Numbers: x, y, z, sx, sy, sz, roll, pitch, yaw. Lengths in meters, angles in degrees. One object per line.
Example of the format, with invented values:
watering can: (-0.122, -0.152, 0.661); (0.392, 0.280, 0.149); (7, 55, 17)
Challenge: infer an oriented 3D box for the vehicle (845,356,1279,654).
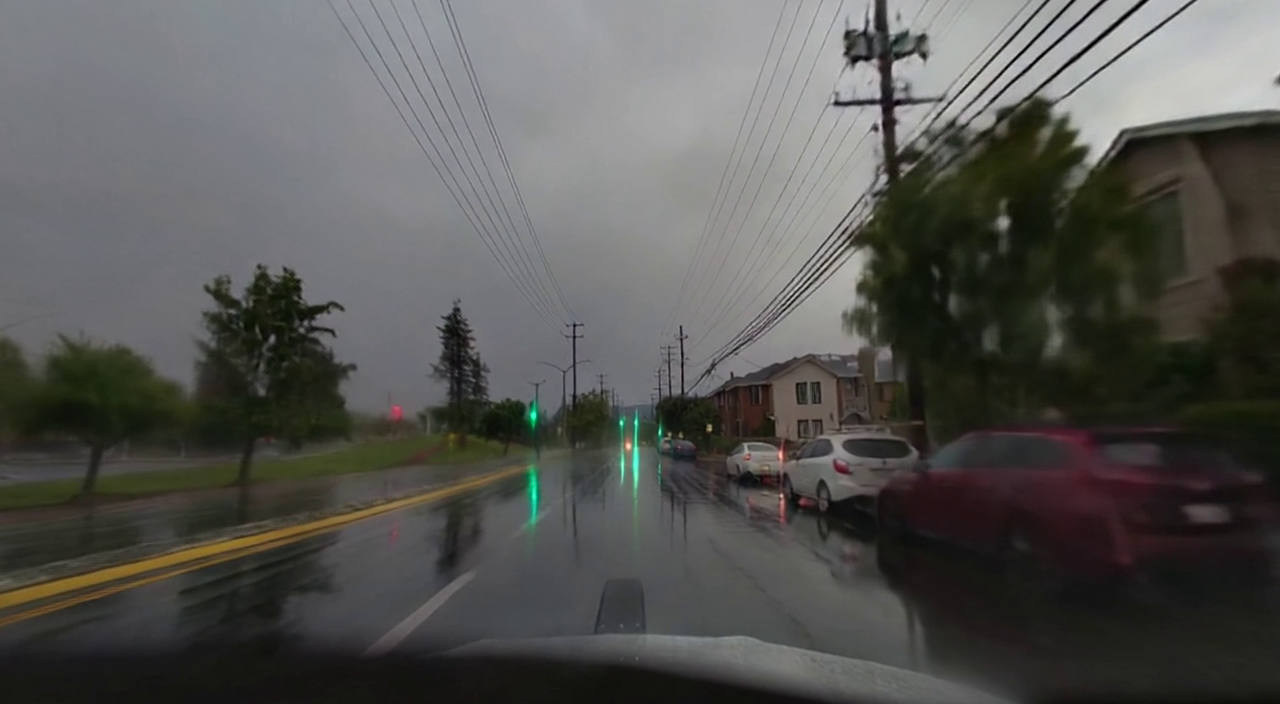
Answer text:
vehicle: (4.070, 1.335, 6.653); (2.062, 1.880, 5.178); (0, -8, 0)

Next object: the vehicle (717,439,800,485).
vehicle: (3.998, 3.777, 22.079); (1.994, 1.422, 4.595); (0, -8, 0)

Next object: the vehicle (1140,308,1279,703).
vehicle: (4.004, 0.514, 1.103); (2.056, 1.941, 4.955); (0, -8, -2)
